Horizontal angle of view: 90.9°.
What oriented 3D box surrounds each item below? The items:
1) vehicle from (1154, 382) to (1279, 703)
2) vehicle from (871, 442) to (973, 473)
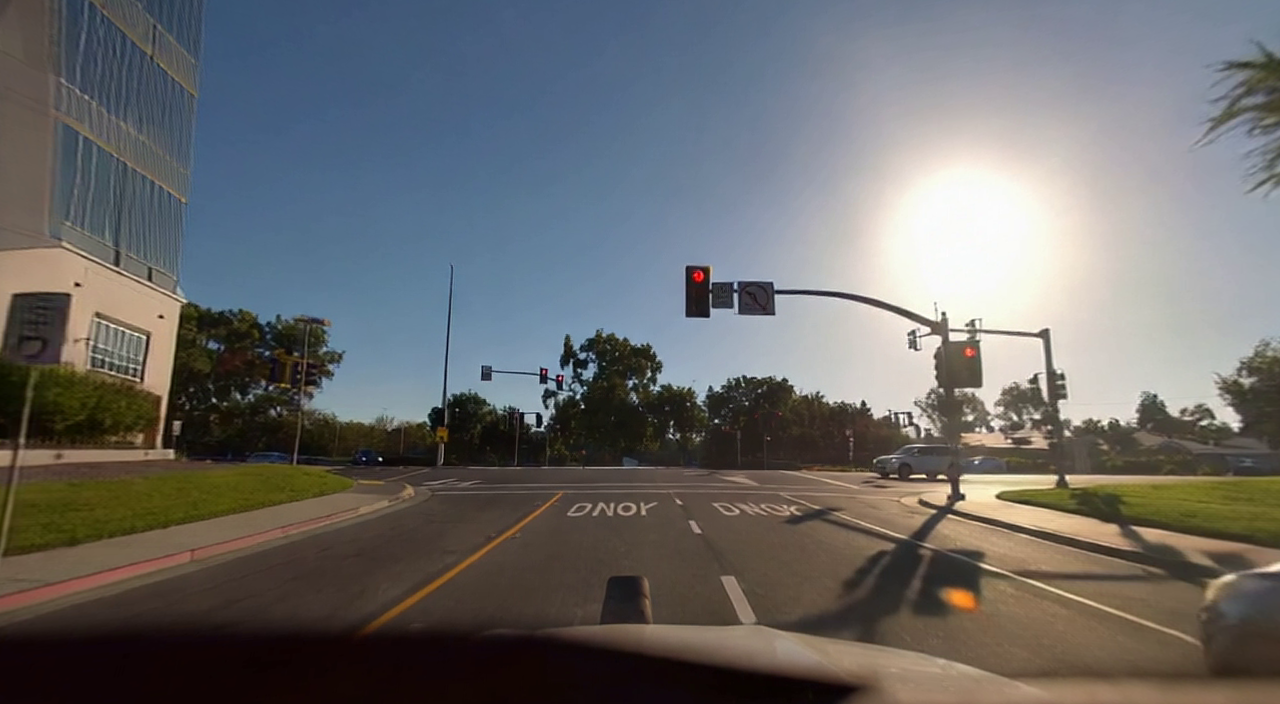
[{"bbox_3d":[3.212,0.606,0.231,2.036,1.583,4.911,-1,-8,2],"label":"vehicle"},{"bbox_3d":[15.806,5.929,35.524,4.715,1.671,2.030,0,-8,0],"label":"vehicle"}]
